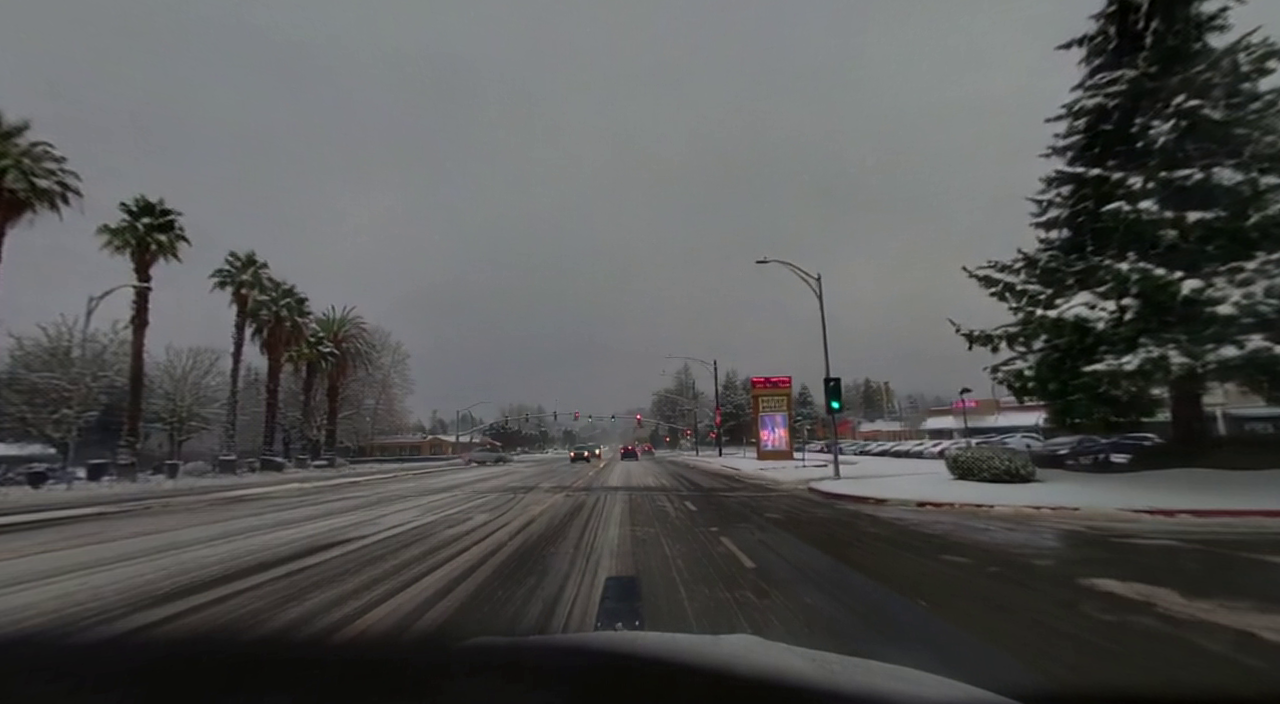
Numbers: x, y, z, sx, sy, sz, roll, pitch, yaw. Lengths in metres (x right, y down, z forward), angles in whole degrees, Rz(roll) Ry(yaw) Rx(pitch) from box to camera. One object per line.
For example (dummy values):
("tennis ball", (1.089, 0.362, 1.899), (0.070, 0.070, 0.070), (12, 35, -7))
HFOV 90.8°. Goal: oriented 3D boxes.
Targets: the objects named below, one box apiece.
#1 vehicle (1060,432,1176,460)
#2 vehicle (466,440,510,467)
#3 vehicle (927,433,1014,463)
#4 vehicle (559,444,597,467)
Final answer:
("vehicle", (27.028, 5.368, 35.954), (4.809, 1.499, 2.130), (-4, -10, 23))
("vehicle", (-10.453, 7.038, 43.724), (2.022, 1.746, 4.406), (0, -9, -1))
("vehicle", (20.395, 5.974, 39.189), (4.548, 1.741, 1.971), (-4, -10, 25))
("vehicle", (-4.109, 6.946, 42.440), (2.181, 1.483, 4.123), (0, -9, -1))
